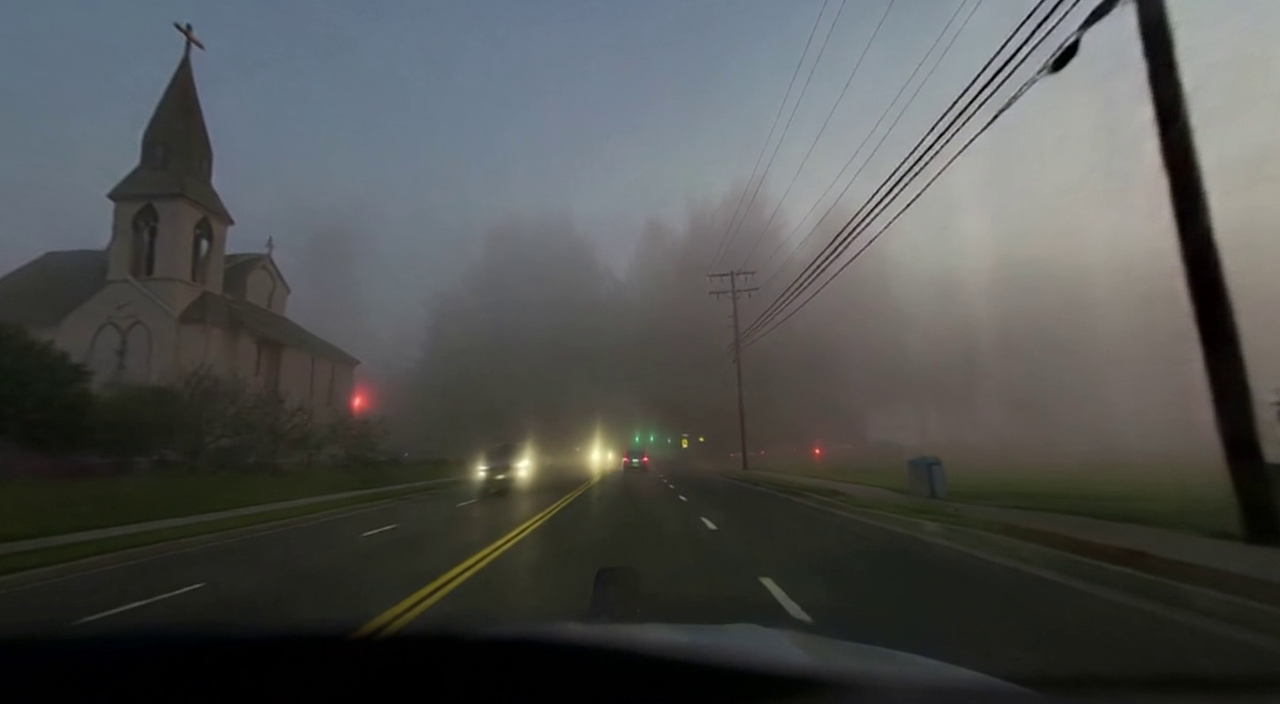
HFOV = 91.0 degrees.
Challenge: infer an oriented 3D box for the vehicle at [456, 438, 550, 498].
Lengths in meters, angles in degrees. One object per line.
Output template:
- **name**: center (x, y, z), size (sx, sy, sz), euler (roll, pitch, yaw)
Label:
- **vehicle**: center (-4.793, 4.156, 22.931), size (2.212, 1.906, 4.958), euler (0, -9, 1)

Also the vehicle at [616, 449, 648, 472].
- **vehicle**: center (-0.564, 7.458, 43.488), size (2.093, 1.497, 4.010), euler (0, -9, -1)
